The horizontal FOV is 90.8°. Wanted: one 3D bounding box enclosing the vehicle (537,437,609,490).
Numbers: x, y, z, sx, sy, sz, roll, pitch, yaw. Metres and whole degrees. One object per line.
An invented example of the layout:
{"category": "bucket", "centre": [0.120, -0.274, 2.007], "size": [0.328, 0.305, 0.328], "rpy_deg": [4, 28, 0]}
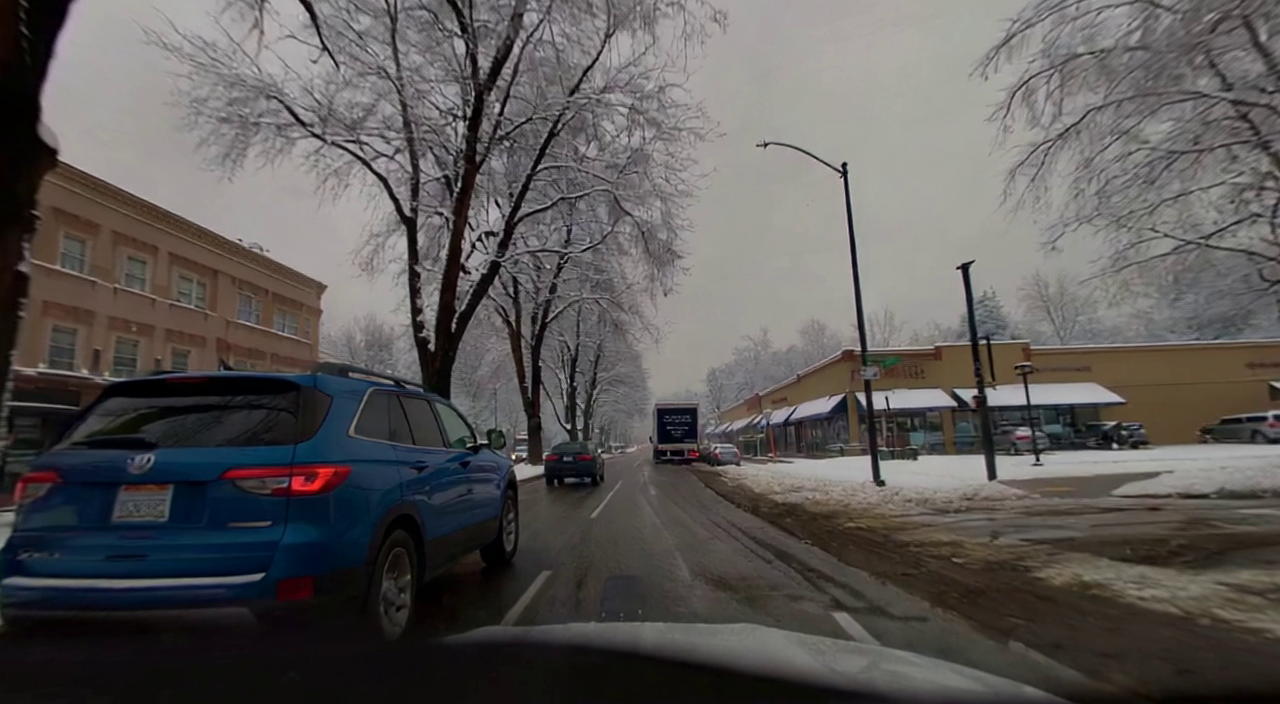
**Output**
{"category": "vehicle", "centre": [-2.296, 4.012, 23.010], "size": [2.040, 1.711, 4.475], "rpy_deg": [0, -9, 1]}

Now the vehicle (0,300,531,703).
{"category": "vehicle", "centre": [-2.572, 1.130, 5.269], "size": [2.293, 2.036, 4.853], "rpy_deg": [0, -9, 2]}

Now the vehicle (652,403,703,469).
{"category": "vehicle", "centre": [2.525, 6.416, 47.446], "size": [3.007, 4.206, 12.913], "rpy_deg": [0, -9, 0]}

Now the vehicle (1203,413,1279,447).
{"category": "vehicle", "centre": [35.309, 4.457, 36.079], "size": [1.910, 1.799, 4.724], "rpy_deg": [-4, -9, 1]}

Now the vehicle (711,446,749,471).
{"category": "vehicle", "centre": [5.665, 6.767, 40.340], "size": [1.929, 1.522, 4.158], "rpy_deg": [0, -9, 2]}

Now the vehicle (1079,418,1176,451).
{"category": "vehicle", "centre": [29.205, 5.016, 38.090], "size": [2.007, 1.869, 4.771], "rpy_deg": [0, -9, 1]}
